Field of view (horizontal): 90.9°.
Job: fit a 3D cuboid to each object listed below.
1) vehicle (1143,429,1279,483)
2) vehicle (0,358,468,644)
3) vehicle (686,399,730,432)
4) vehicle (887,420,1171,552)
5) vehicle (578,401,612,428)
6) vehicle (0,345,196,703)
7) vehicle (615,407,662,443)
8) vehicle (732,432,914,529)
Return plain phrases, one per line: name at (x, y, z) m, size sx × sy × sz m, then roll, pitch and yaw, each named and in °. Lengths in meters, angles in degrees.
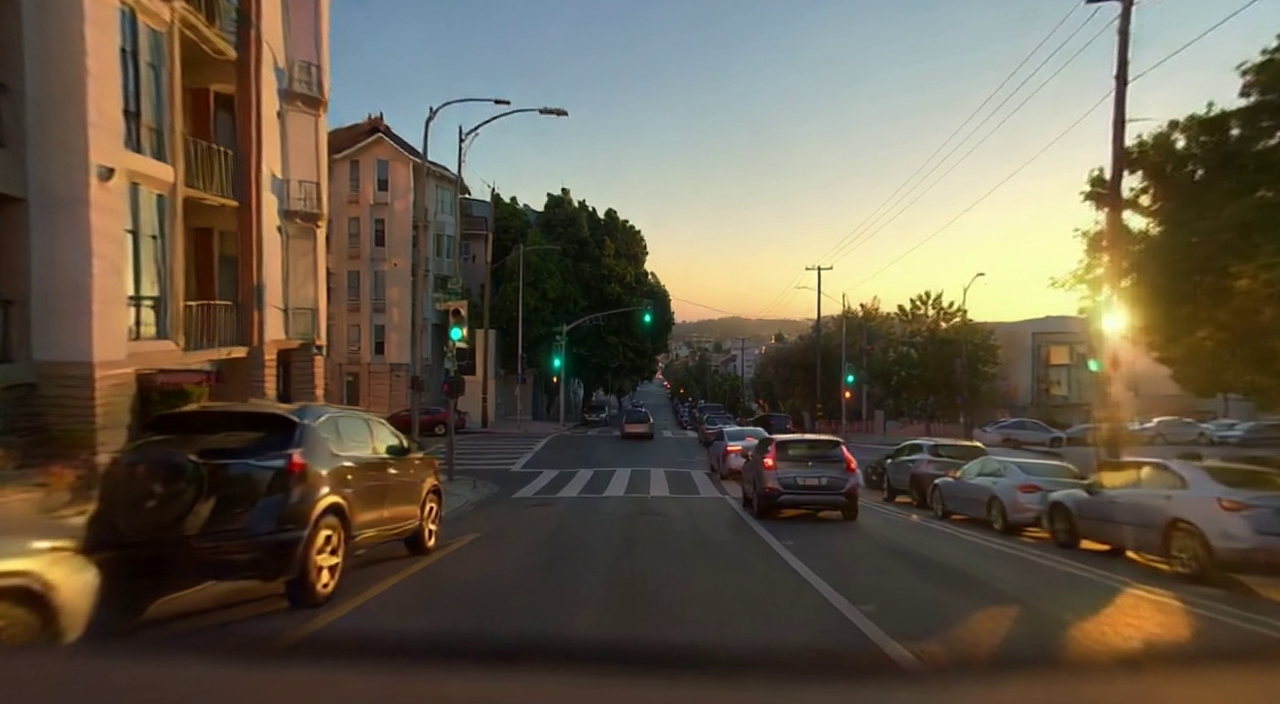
vehicle at (19.155, 3.326, 20.268) m, size 4.132 × 1.618 × 1.978 m, roll 0°, pitch -9°, yaw 2°
vehicle at (-3.539, 1.325, 6.600) m, size 2.016 × 1.885 × 4.723 m, roll 0°, pitch -9°, yaw 1°
vehicle at (3.834, 3.724, 36.355) m, size 2.093 × 1.655 × 4.327 m, roll 0°, pitch -9°, yaw 1°
vehicle at (6.111, 2.137, 10.772) m, size 1.999 × 1.752 × 4.502 m, roll 0°, pitch -9°, yaw 1°
vehicle at (-2.733, 3.938, 39.200) m, size 1.878 × 1.521 × 3.697 m, roll 0°, pitch -9°, yaw -1°
vehicle at (-3.509, 0.657, 1.335) m, size 1.922 × 1.704 × 4.398 m, roll 0°, pitch -9°, yaw -1°
vehicle at (-0.036, 3.217, 27.963) m, size 1.923 × 1.460 × 3.923 m, roll 0°, pitch -6°, yaw 1°
vehicle at (3.121, 2.310, 11.955) m, size 2.055 × 1.450 × 4.676 m, roll 0°, pitch -9°, yaw 0°
